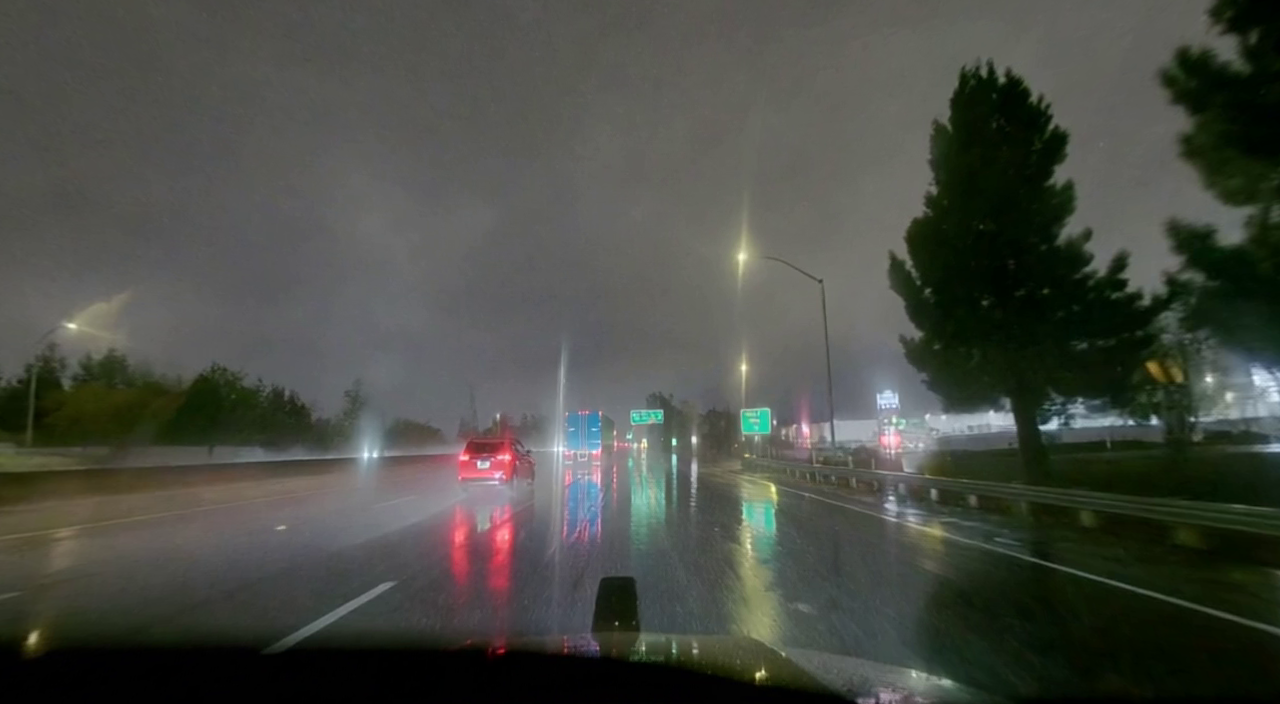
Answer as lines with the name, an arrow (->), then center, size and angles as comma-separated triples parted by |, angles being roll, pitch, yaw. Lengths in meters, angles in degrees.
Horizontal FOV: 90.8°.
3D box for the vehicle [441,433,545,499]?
vehicle -> -4.101, 3.250, 18.378 | 2.033, 1.669, 4.112 | 0, -9, 0
